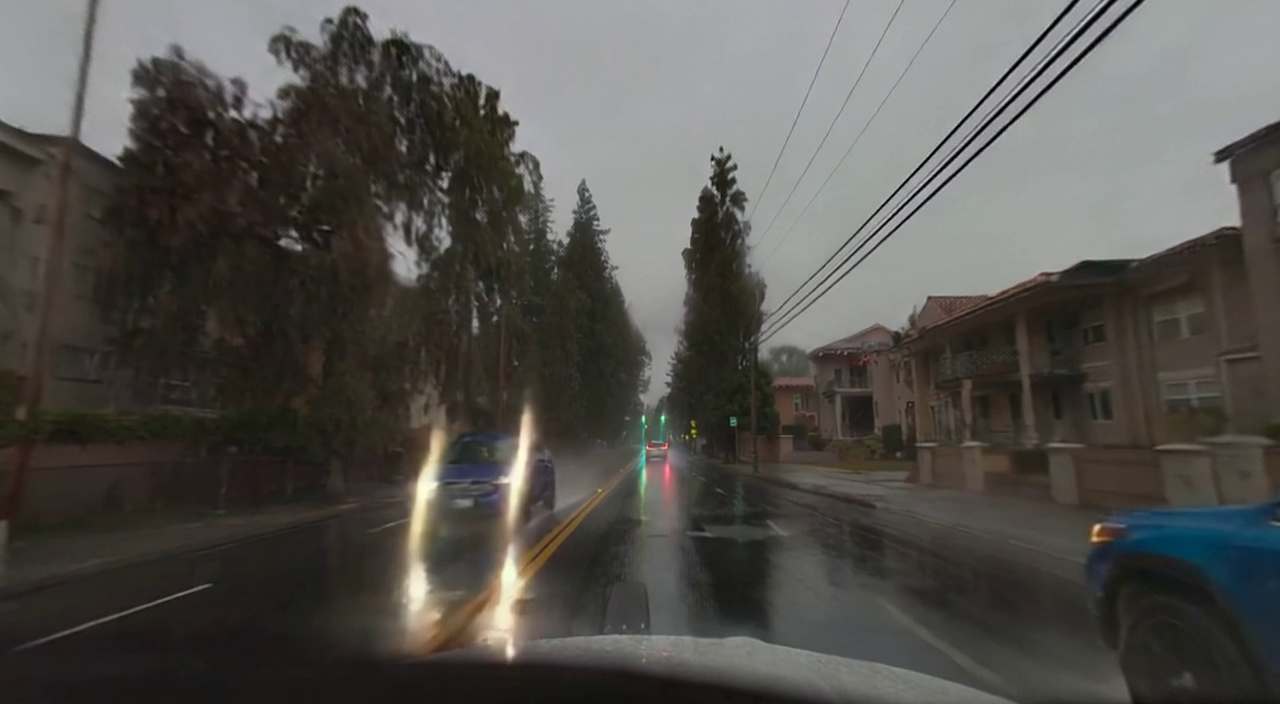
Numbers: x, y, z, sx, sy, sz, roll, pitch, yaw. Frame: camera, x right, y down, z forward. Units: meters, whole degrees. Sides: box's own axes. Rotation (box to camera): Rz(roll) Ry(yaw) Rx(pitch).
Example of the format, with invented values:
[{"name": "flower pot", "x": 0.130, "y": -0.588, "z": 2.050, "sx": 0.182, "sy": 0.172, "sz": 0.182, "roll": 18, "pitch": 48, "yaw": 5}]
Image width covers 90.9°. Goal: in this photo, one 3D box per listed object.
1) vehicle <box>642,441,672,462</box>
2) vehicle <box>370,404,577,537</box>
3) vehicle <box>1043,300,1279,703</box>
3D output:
[{"name": "vehicle", "x": 1.246, "y": 7.485, "z": 47.367, "sx": 2.097, "sy": 1.463, "sz": 4.043, "roll": 0, "pitch": -8, "yaw": 0}, {"name": "vehicle", "x": -2.863, "y": 2.266, "z": 12.740, "sx": 2.469, "sy": 2.023, "sz": 5.896, "roll": 0, "pitch": -8, "yaw": 1}, {"name": "vehicle", "x": 3.447, "y": 0.574, "z": 1.242, "sx": 2.130, "sy": 1.863, "sz": 4.844, "roll": 0, "pitch": -9, "yaw": 1}]
